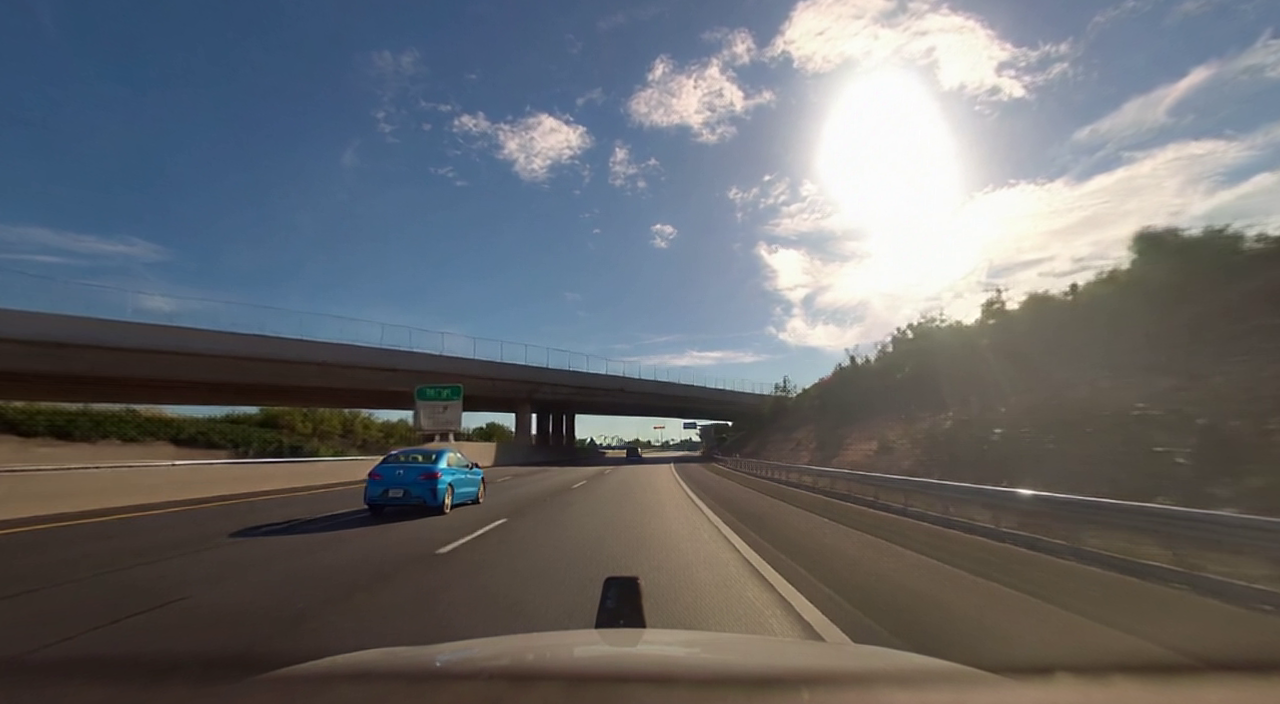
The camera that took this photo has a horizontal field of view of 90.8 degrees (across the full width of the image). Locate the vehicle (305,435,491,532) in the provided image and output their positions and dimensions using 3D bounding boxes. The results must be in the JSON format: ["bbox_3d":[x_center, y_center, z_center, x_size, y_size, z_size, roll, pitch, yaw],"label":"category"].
[{"bbox_3d":[-4.277,2.370,11.904,1.928,1.504,3.745,0,-9,1],"label":"vehicle"}]
